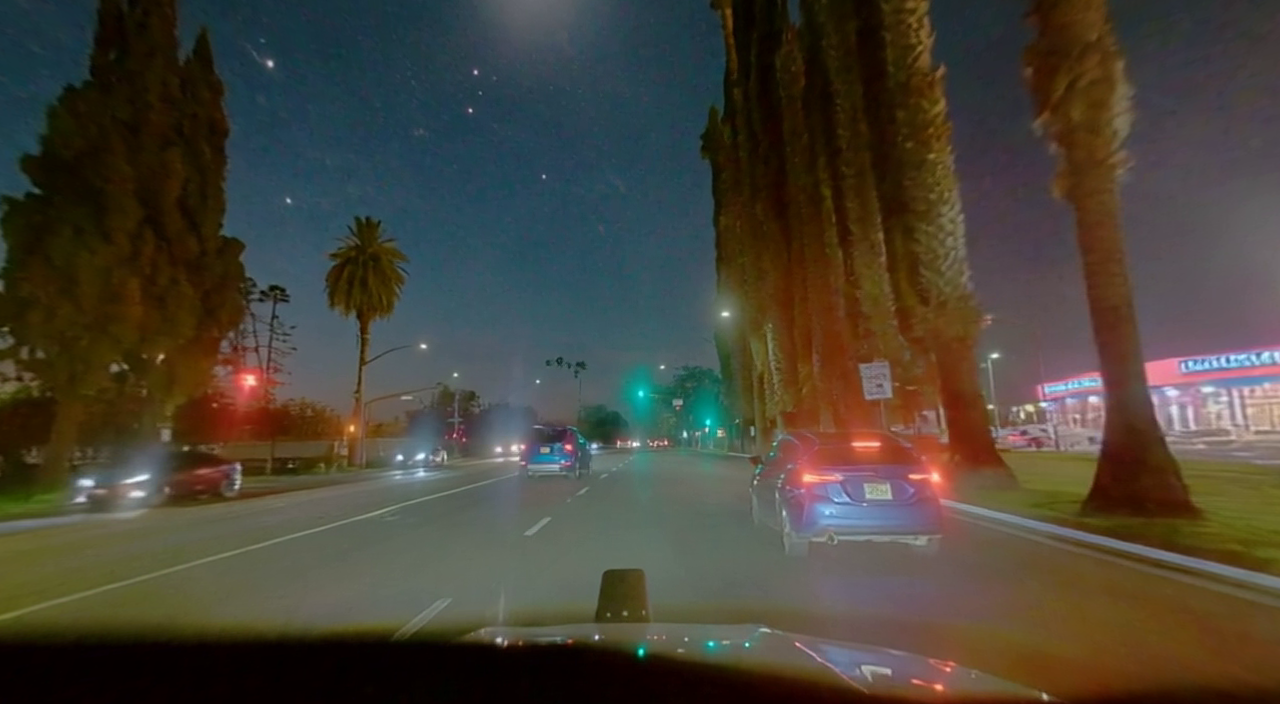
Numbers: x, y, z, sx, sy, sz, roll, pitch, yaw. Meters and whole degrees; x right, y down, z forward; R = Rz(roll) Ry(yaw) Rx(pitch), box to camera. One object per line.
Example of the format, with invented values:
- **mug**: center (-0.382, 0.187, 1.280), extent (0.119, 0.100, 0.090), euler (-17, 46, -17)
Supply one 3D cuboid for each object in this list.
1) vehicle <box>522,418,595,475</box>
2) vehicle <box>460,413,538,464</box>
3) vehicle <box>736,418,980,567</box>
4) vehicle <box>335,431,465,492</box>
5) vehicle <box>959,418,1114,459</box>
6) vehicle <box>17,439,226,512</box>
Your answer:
- **vehicle**: center (-3.019, 3.681, 24.494), extent (2.152, 1.987, 4.527), euler (0, -8, 1)
- **vehicle**: center (-5.785, 3.656, 26.422), extent (2.157, 1.942, 4.210), euler (0, -9, 2)
- **vehicle**: center (2.529, 1.746, 8.626), extent (1.919, 1.472, 4.470), euler (-1, -8, 3)
- **vehicle**: center (-6.487, 3.006, 17.603), extent (1.751, 1.445, 4.340), euler (0, -9, 2)
- **vehicle**: center (15.432, 3.449, 24.865), extent (4.680, 1.506, 2.017), euler (-2, -9, 14)
- **vehicle**: center (-14.264, 3.373, 17.793), extent (1.961, 1.757, 4.557), euler (0, -8, 0)
